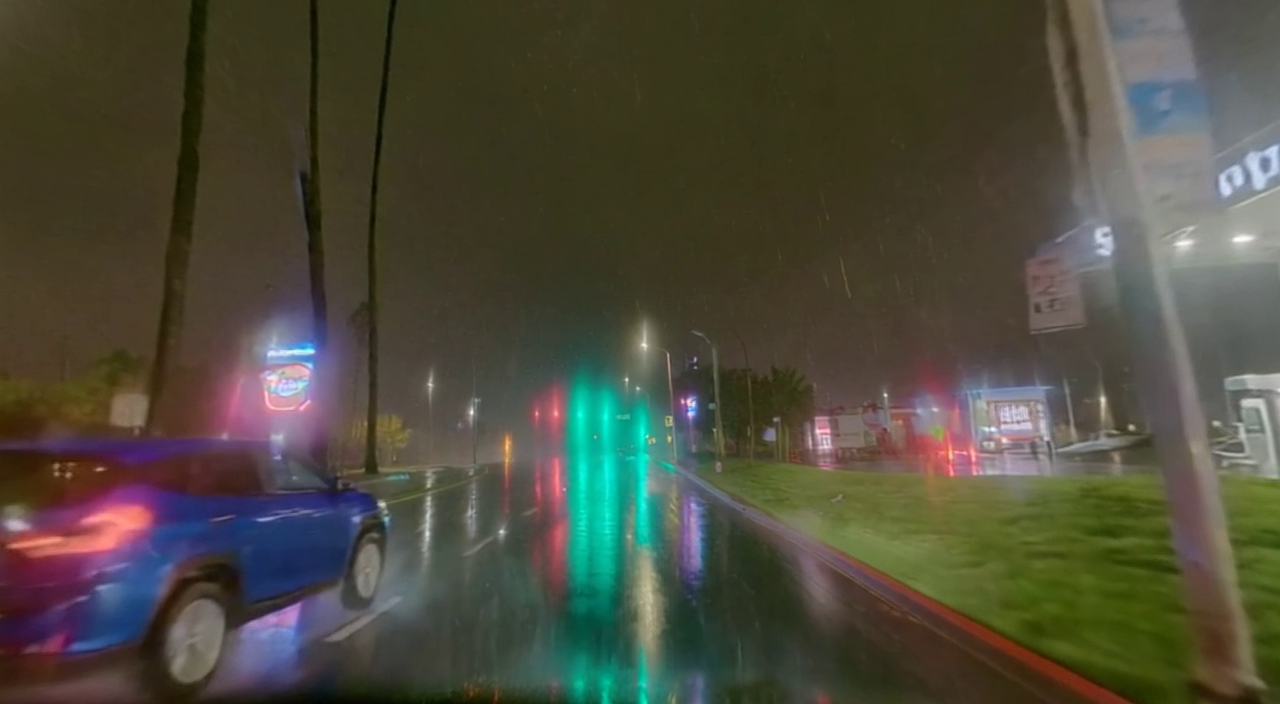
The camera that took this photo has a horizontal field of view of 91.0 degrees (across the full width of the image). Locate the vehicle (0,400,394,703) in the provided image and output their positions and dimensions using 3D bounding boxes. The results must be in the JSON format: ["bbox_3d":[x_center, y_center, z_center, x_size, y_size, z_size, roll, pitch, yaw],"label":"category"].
[{"bbox_3d":[-3.478,1.122,3.652,2.160,1.497,4.573,0,-8,1],"label":"vehicle"}]
